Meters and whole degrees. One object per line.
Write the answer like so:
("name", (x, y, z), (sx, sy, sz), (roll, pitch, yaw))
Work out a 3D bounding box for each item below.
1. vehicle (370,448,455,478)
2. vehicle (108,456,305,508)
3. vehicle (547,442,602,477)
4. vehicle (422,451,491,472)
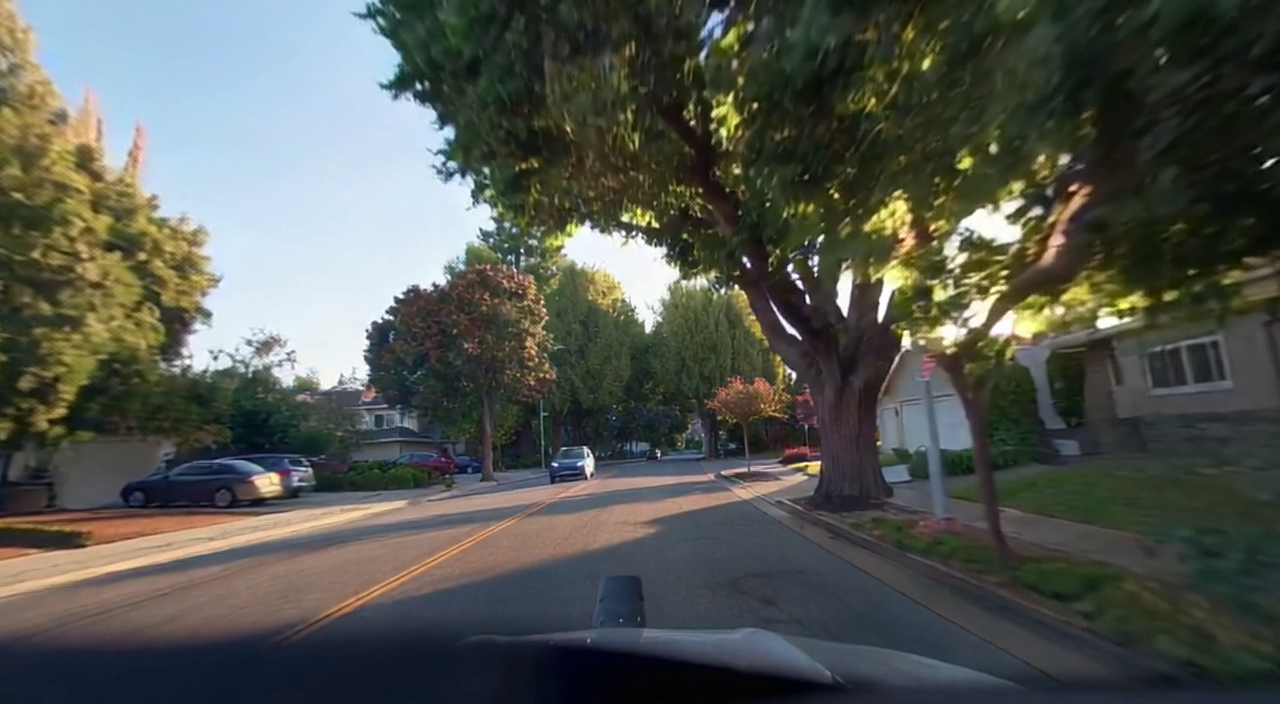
("vehicle", (-13.321, 6.506, 37.144), (4.237, 1.687, 1.970), (0, -9, -2))
("vehicle", (-13.573, 4.083, 20.055), (4.703, 1.487, 2.002), (1, -9, -2))
("vehicle", (-3.431, 5.735, 33.945), (2.131, 1.731, 4.533), (-1, -9, 4))
("vehicle", (-13.342, 7.967, 46.028), (4.370, 1.482, 1.926), (-1, -9, 6))
